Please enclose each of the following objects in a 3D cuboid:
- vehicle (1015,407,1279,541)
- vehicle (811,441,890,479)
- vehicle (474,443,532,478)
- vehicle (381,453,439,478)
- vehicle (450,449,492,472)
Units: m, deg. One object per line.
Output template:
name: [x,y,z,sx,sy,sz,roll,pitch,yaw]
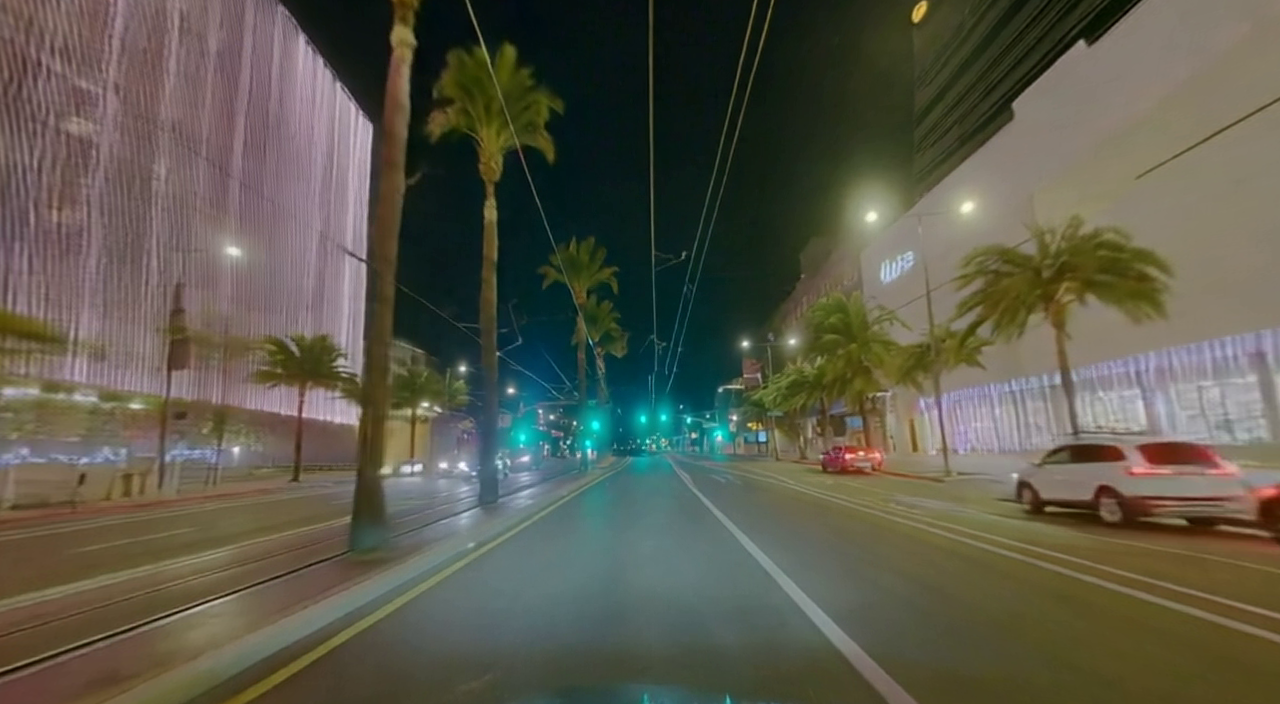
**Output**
vehicle: [8.723,2.007,10.905,1.900,1.846,4.002,-1,-9,-1]
vehicle: [9.128,4.704,27.691,1.822,1.494,4.385,-1,-9,-2]
vehicle: [-6.970,5.551,32.562,1.971,1.657,4.623,-1,-8,0]
vehicle: [-15.294,7.516,42.131,1.993,1.464,4.740,-1,-9,1]
vehicle: [-12.338,7.911,46.135,1.887,1.513,4.131,-1,-9,1]
